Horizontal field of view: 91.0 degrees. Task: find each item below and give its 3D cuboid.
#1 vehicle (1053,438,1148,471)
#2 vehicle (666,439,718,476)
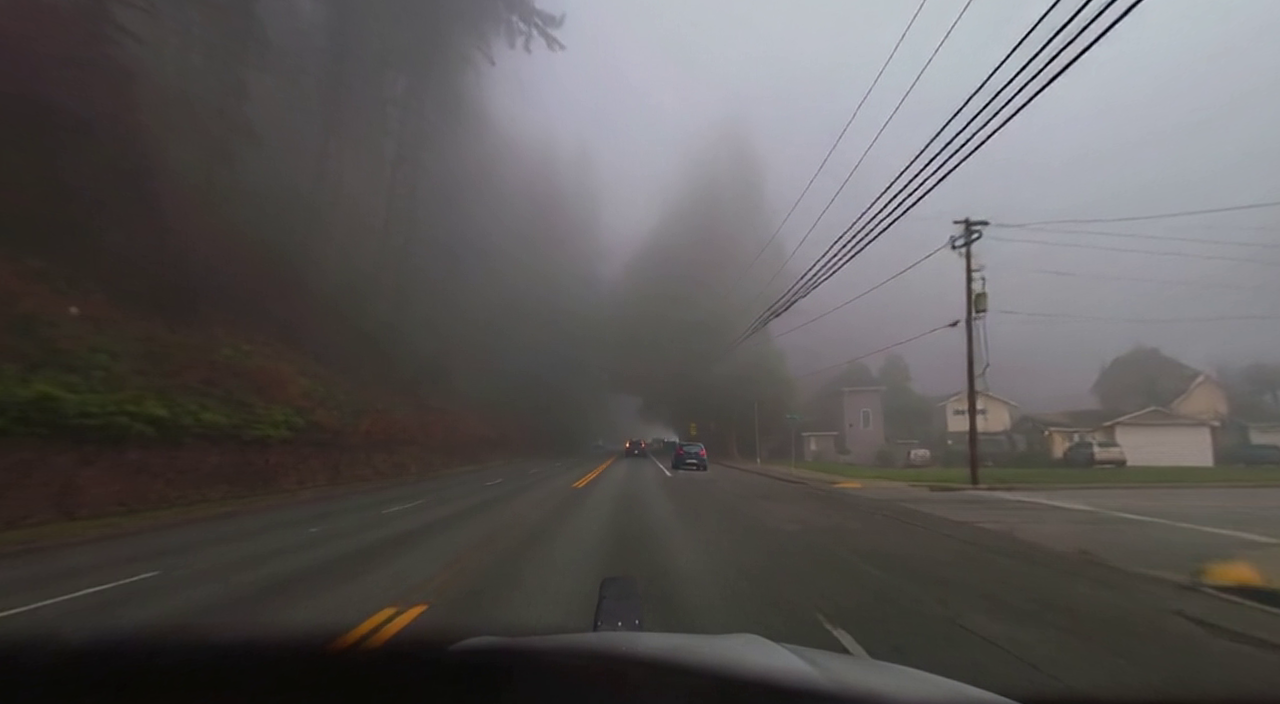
[{"bbox_3d":[22.288,4.978,30.668,1.851,1.458,3.709,0,-9,1],"label":"vehicle"},{"bbox_3d":[2.277,4.734,28.410,1.975,1.497,3.647,0,-9,-1],"label":"vehicle"}]
